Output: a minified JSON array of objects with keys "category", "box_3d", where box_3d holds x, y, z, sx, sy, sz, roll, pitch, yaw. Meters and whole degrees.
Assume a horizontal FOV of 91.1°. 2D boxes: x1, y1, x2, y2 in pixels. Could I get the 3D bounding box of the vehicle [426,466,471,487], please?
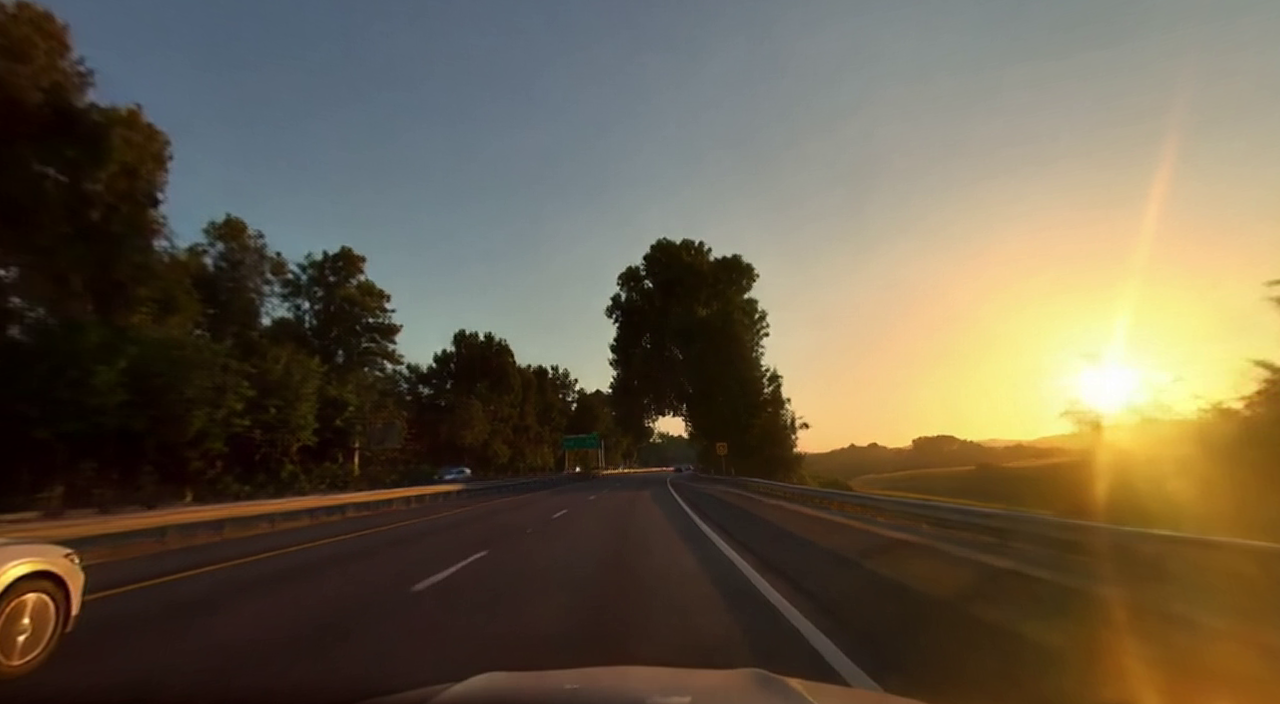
[{"category":"vehicle","box_3d":[-15.177,9.938,49.979,1.950,1.526,4.557,2,-12,2]}]
